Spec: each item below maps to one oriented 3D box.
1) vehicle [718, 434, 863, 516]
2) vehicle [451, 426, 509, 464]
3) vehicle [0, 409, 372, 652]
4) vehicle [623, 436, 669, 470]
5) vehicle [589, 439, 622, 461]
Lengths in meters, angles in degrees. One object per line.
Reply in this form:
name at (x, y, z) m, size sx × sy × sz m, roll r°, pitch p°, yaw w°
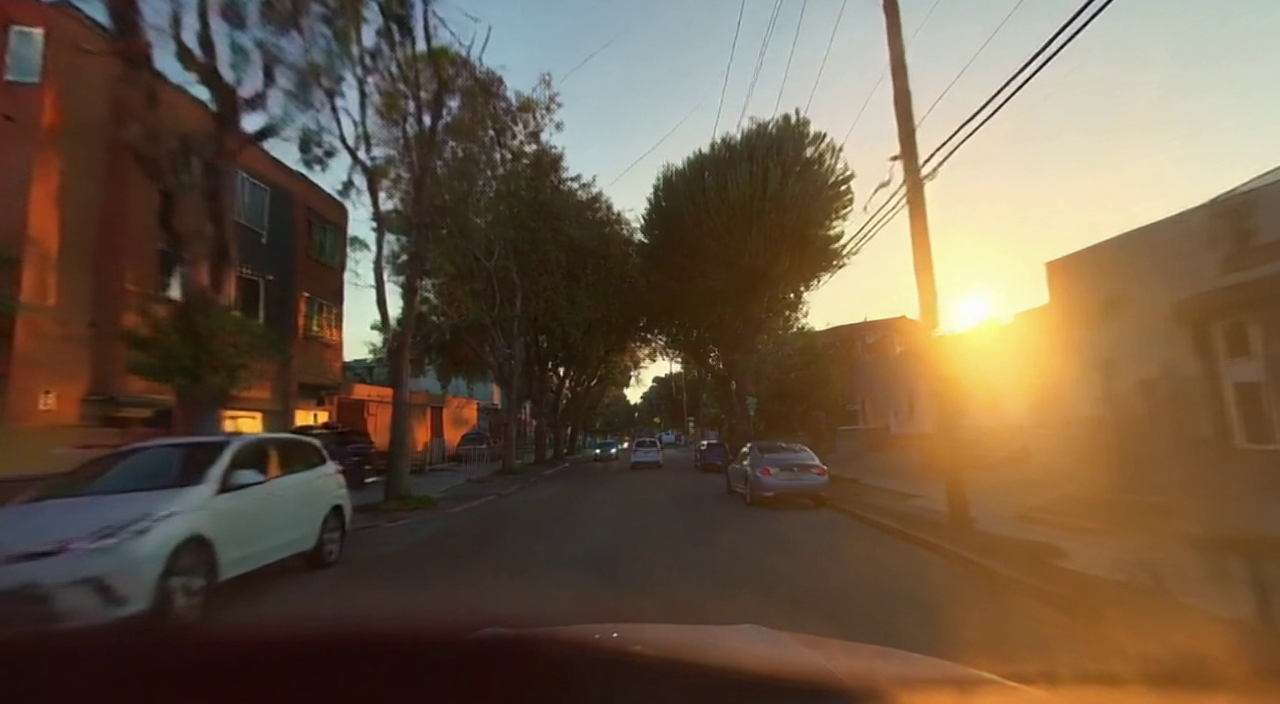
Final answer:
vehicle at (3.054, 2.596, 13.855) m, size 2.086 × 1.498 × 4.280 m, roll 0°, pitch -8°, yaw -1°
vehicle at (-8.375, 4.859, 33.388) m, size 2.010 × 1.747 × 4.266 m, roll -1°, pitch -5°, yaw -1°
vehicle at (-4.452, 1.440, 6.338) m, size 1.911 × 1.573 × 3.637 m, roll 1°, pitch -4°, yaw 0°
vehicle at (0.278, 4.851, 30.404) m, size 2.095 × 1.510 × 3.605 m, roll 0°, pitch -8°, yaw 0°
vehicle at (-2.345, 6.782, 43.815) m, size 1.955 × 1.463 × 4.323 m, roll 0°, pitch -8°, yaw 1°
